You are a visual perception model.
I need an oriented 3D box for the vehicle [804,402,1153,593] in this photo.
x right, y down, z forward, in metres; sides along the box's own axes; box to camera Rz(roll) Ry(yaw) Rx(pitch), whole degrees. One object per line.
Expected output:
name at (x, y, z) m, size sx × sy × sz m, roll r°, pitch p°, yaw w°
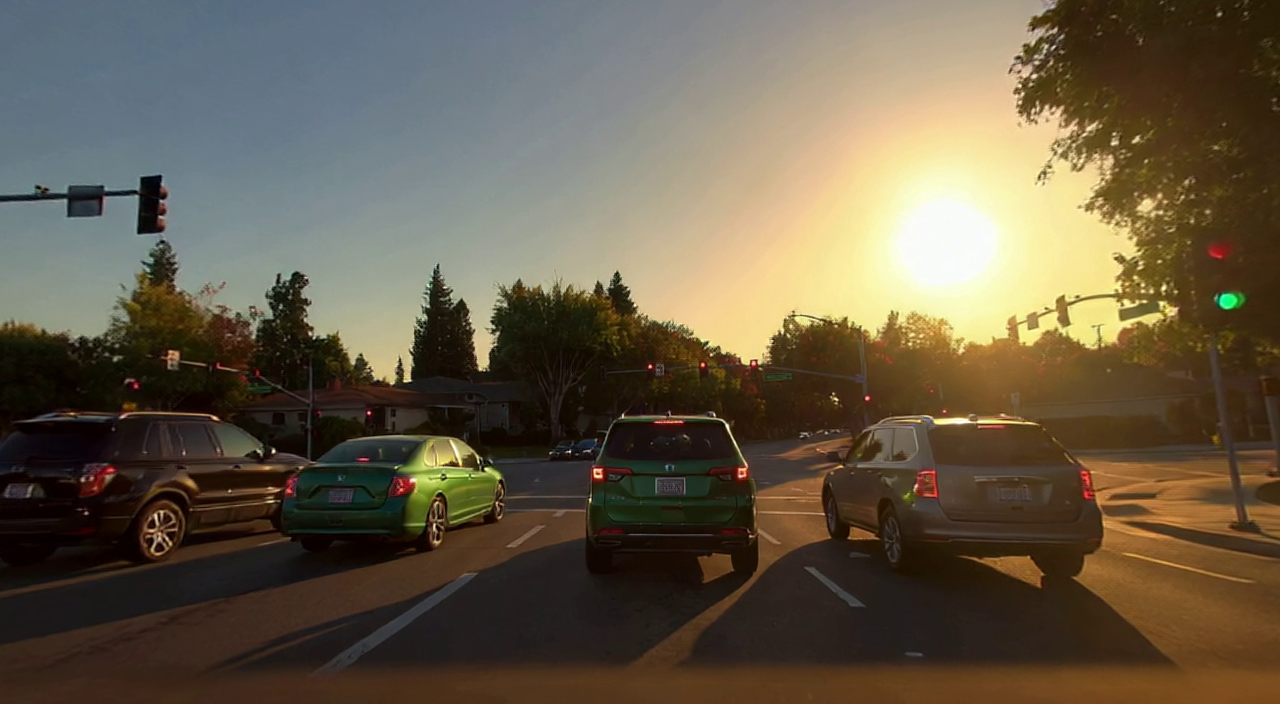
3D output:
vehicle at (3.510, 1.586, 7.751) m, size 2.047 × 1.638 × 4.395 m, roll -1°, pitch -8°, yaw 4°

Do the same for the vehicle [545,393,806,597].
vehicle at (0.378, 1.518, 7.495) m, size 2.198 × 1.708 × 4.170 m, roll 0°, pitch -8°, yaw 2°

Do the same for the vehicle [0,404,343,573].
vehicle at (-6.643, 1.820, 9.243) m, size 2.075 × 1.796 × 4.785 m, roll 0°, pitch -8°, yaw 2°

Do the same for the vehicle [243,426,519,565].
vehicle at (-3.255, 1.882, 9.092) m, size 1.885 × 1.475 × 4.359 m, roll -1°, pitch -8°, yaw 4°
